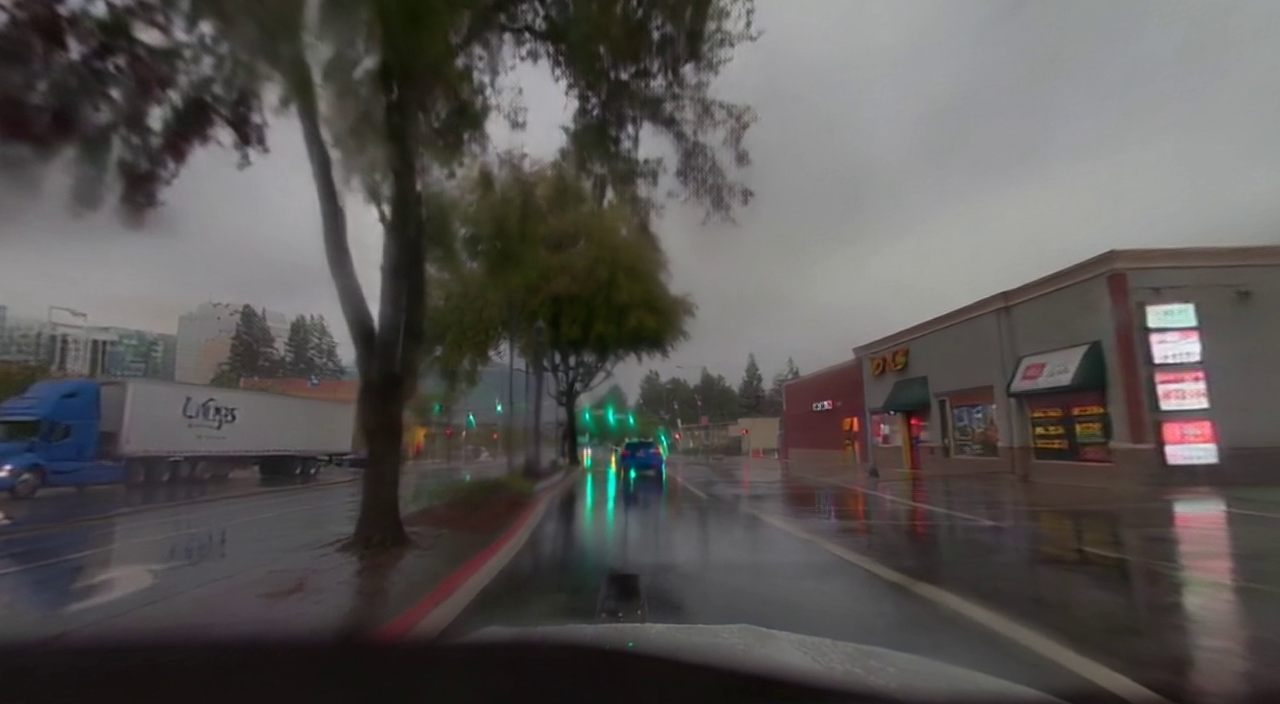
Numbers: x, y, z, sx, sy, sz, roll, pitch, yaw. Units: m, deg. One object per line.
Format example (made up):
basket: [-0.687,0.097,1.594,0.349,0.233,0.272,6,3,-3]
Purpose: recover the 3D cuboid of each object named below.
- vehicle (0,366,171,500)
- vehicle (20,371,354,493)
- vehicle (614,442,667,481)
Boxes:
vehicle: [-19.980,2.719,20.961,3.045,3.961,6.104,-3,-9,18]
vehicle: [-17.866,3.506,26.879,2.792,4.025,11.784,-3,-9,20]
vehicle: [0.090,4.432,25.851,2.006,1.470,3.799,0,-8,2]
